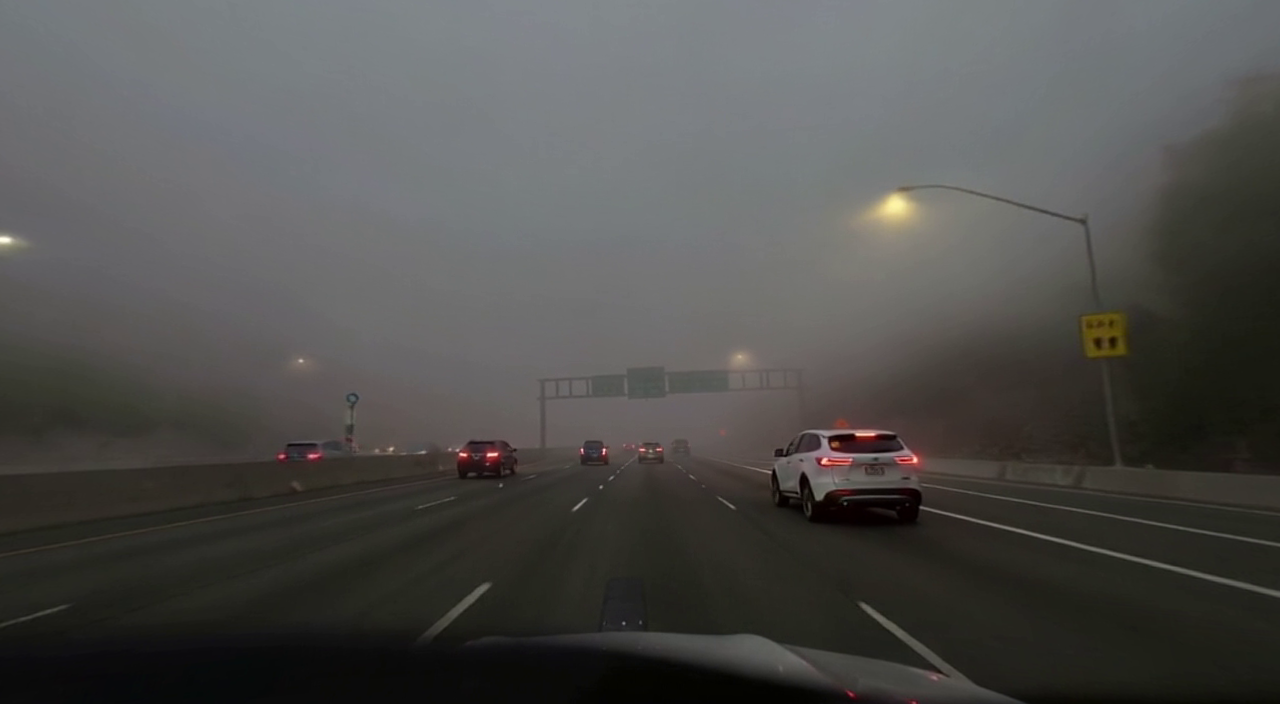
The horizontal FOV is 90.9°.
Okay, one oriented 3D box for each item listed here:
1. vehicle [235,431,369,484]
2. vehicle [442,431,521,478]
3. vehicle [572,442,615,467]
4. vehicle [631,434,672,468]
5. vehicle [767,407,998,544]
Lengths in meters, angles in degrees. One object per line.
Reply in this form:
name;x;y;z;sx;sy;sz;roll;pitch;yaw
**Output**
vehicle;-12.110;3.821;23.087;2.076;1.701;5.093;0;-8;0
vehicle;-6.139;4.037;24.951;1.946;1.688;4.019;0;-8;2
vehicle;-2.690;6.057;37.566;2.205;1.406;4.286;0;-8;1
vehicle;0.645;5.462;34.927;2.133;1.739;3.925;0;-8;1
vehicle;3.730;1.990;10.841;2.083;1.823;4.627;0;-8;0
